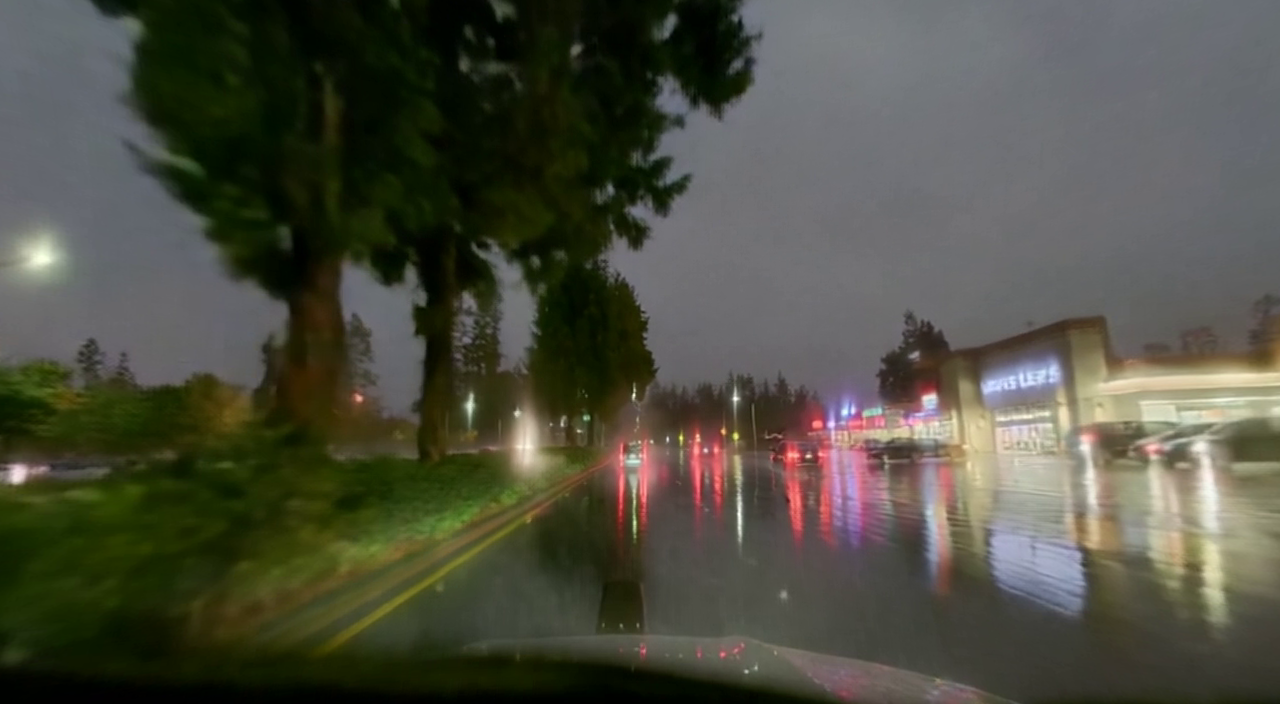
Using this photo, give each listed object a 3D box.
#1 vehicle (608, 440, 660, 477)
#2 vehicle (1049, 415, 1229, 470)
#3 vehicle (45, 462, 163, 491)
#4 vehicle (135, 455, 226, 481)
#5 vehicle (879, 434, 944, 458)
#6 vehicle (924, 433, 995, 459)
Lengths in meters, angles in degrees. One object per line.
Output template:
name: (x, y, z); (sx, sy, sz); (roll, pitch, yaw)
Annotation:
vehicle: (-0.253, 4.611, 27.600); (2.126, 1.475, 3.967); (0, -9, 0)
vehicle: (20.659, 3.829, 26.727); (2.356, 2.005, 6.308); (0, -8, -1)
vehicle: (-30.659, 7.118, 36.230); (4.820, 1.477, 2.105); (0, -9, -1)
vehicle: (-30.384, 7.689, 41.882); (4.486, 1.610, 2.020); (-1, -9, 3)
vehicle: (21.267, 7.409, 49.753); (2.015, 1.821, 4.696); (2, -9, -17)
vehicle: (21.150, 6.287, 42.093); (2.136, 1.603, 4.534); (0, -9, -4)
